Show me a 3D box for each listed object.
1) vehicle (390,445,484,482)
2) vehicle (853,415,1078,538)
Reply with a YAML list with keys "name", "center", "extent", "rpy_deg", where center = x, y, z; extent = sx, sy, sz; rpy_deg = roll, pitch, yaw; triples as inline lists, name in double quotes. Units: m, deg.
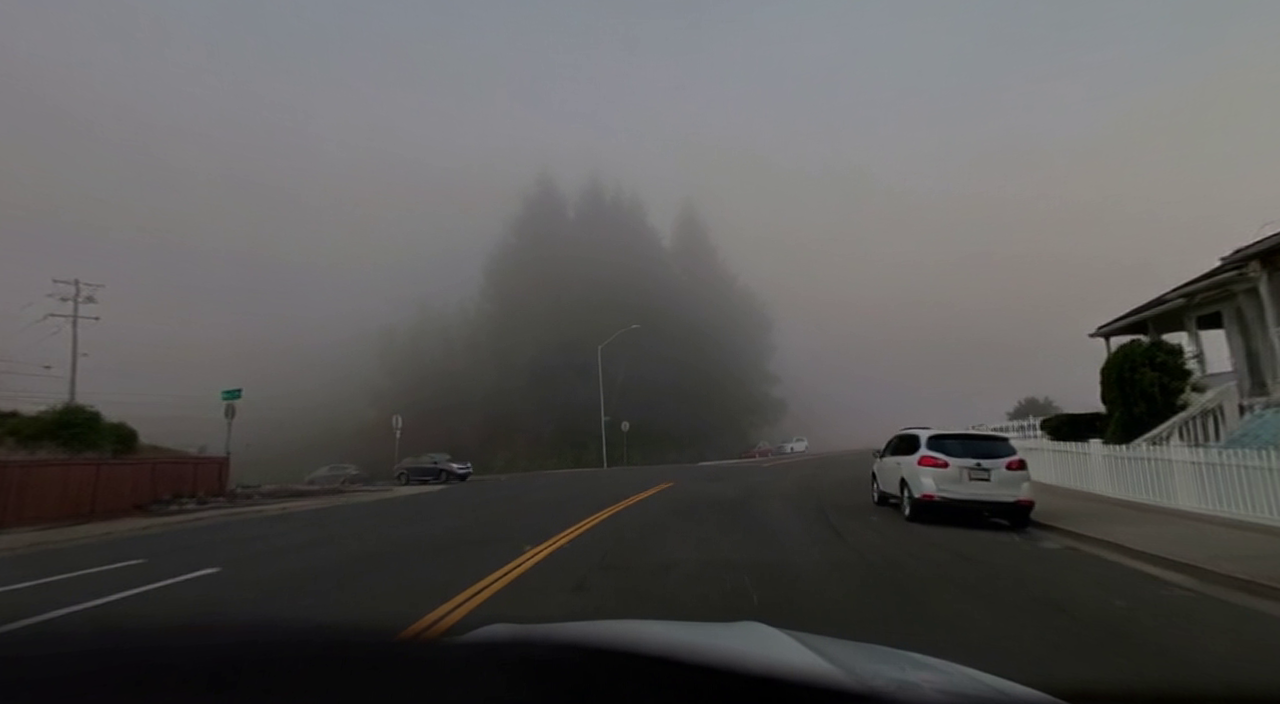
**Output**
- name: "vehicle"
  center: [-10.084, 5.472, 31.304]
  extent: [4.270, 1.683, 1.984]
  rpy_deg: [-5, -10, 29]
- name: "vehicle"
  center: [5.357, 2.085, 11.218]
  extent: [2.105, 1.705, 4.392]
  rpy_deg: [-1, -8, 8]
